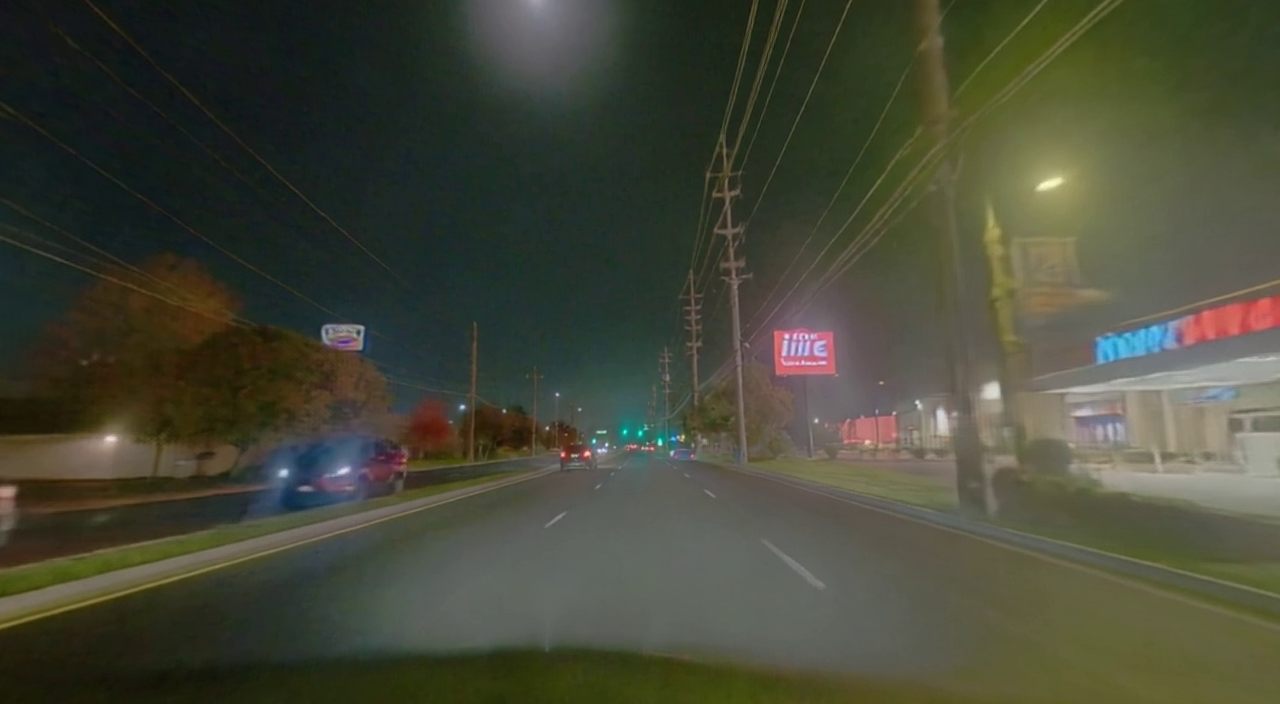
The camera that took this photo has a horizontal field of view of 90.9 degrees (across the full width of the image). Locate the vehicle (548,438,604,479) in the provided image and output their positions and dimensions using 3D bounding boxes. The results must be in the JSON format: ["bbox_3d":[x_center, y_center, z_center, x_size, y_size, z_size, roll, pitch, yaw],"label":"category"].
[{"bbox_3d":[-2.751,4.684,28.012,2.047,1.664,4.148,0,-9,0],"label":"vehicle"}]

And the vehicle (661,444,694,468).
[{"bbox_3d":[2.334,6.570,39.940,1.978,1.455,4.195,-1,-9,2],"label":"vehicle"}]

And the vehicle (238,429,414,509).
[{"bbox_3d":[-7.961,3.004,16.698,2.009,1.773,4.925,0,-9,1],"label":"vehicle"}]
